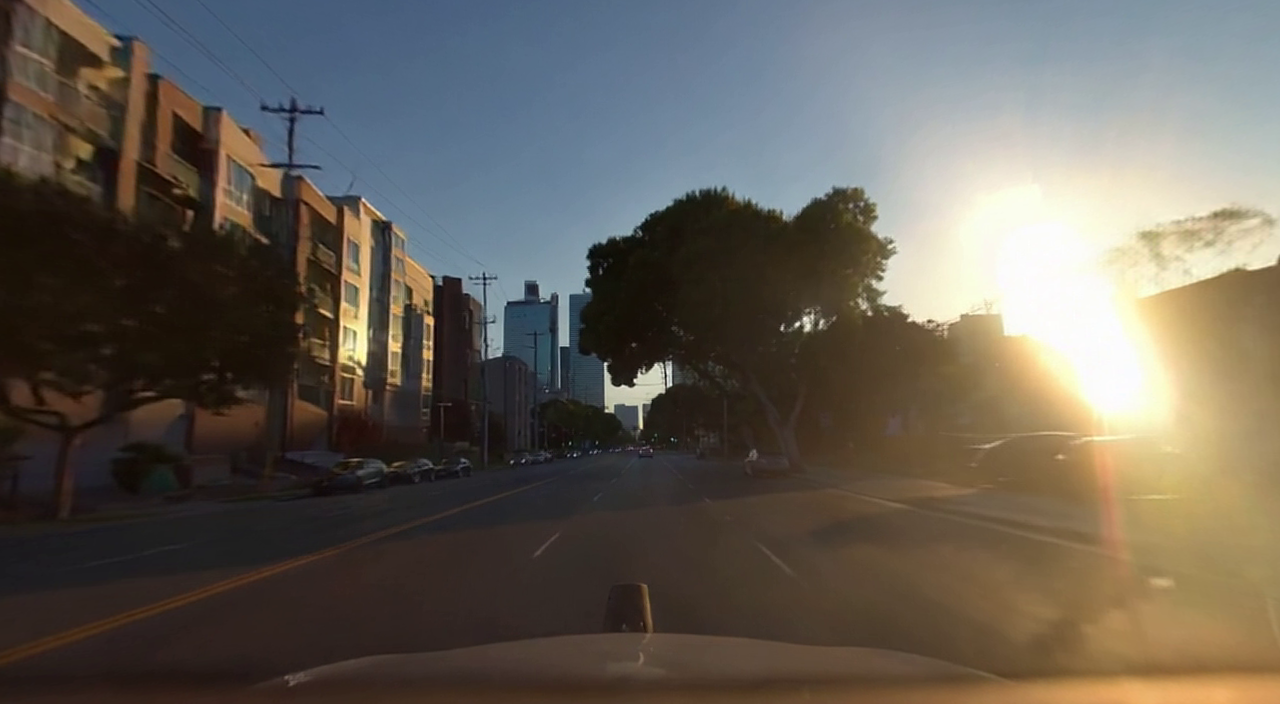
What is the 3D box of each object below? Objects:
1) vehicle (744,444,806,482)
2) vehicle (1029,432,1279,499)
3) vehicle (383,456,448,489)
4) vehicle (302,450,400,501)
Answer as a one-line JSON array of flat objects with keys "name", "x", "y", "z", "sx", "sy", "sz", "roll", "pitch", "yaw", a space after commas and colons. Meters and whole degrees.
[{"name": "vehicle", "x": 6.775, "y": 5.613, "z": 32.150, "sx": 2.078, "sy": 1.766, "sz": 5.474, "roll": 0, "pitch": -9, "yaw": 1}, {"name": "vehicle", "x": 13.025, "y": 2.851, "z": 15.943, "sx": 4.833, "sy": 1.554, "sz": 2.085, "roll": 0, "pitch": -9, "yaw": 1}, {"name": "vehicle", "x": -11.763, "y": 6.317, "z": 33.187, "sx": 1.876, "sy": 1.502, "sz": 4.506, "roll": -3, "pitch": -9, "yaw": -1}, {"name": "vehicle", "x": -11.878, "y": 5.062, "z": 26.165, "sx": 1.979, "sy": 1.759, "sz": 4.435, "roll": -3, "pitch": -9, "yaw": 0}]
